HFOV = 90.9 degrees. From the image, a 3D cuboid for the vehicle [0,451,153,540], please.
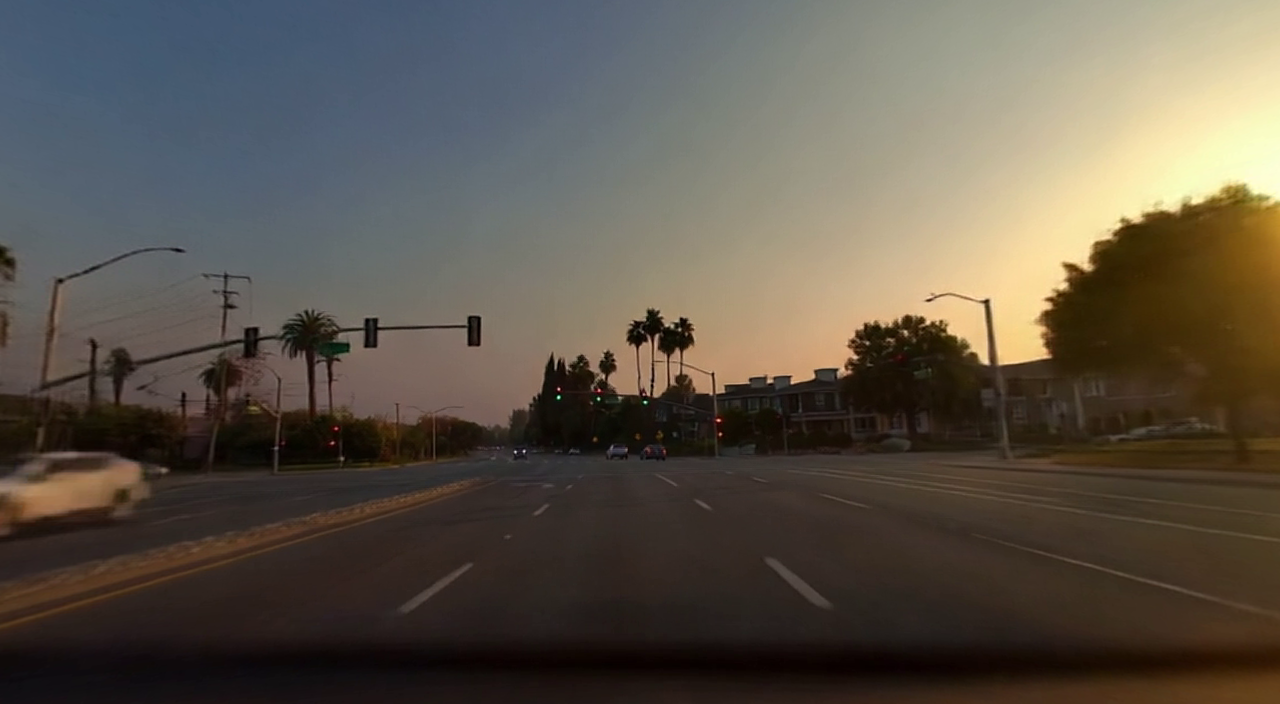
[{"bbox_3d":[-13.133,3.020,13.533,2.017,1.611,4.403,-3,-8,-3],"label":"vehicle"}]
